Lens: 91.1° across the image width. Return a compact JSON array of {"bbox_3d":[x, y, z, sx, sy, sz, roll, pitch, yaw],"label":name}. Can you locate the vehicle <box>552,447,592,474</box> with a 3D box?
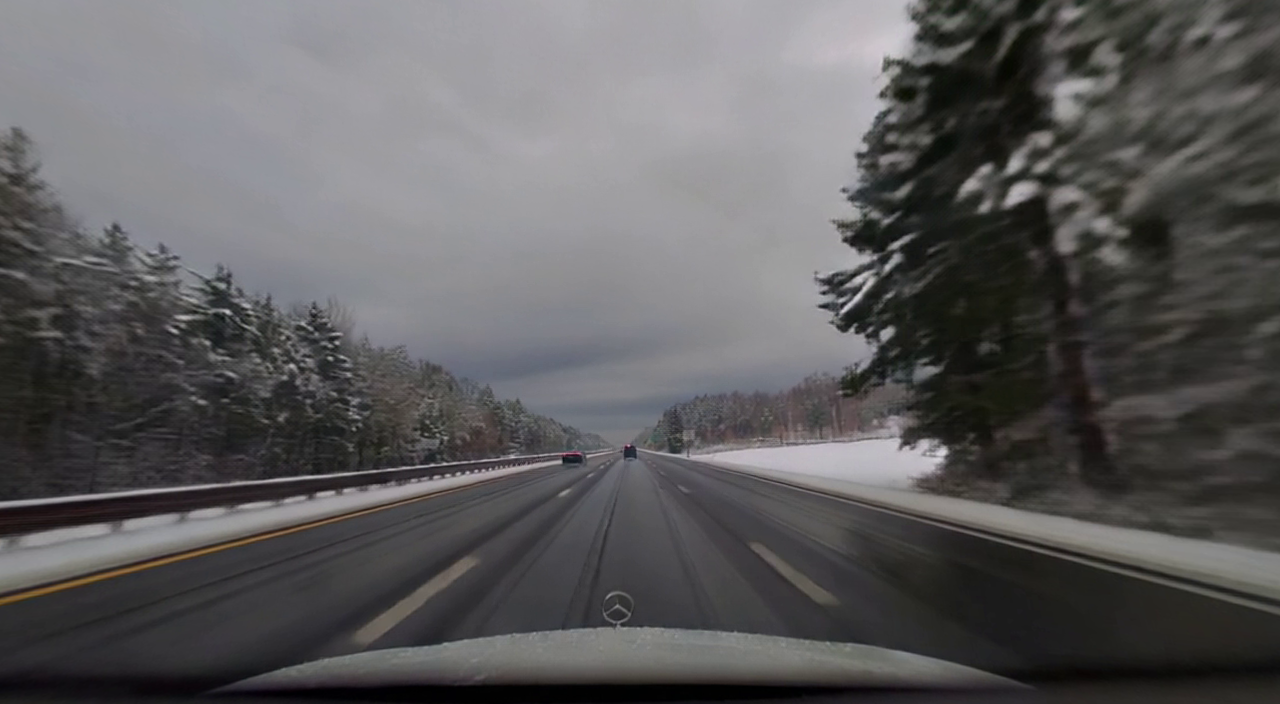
[{"bbox_3d":[-3.982,6.418,37.349,1.970,1.492,3.944,0,-9,0],"label":"vehicle"}]
